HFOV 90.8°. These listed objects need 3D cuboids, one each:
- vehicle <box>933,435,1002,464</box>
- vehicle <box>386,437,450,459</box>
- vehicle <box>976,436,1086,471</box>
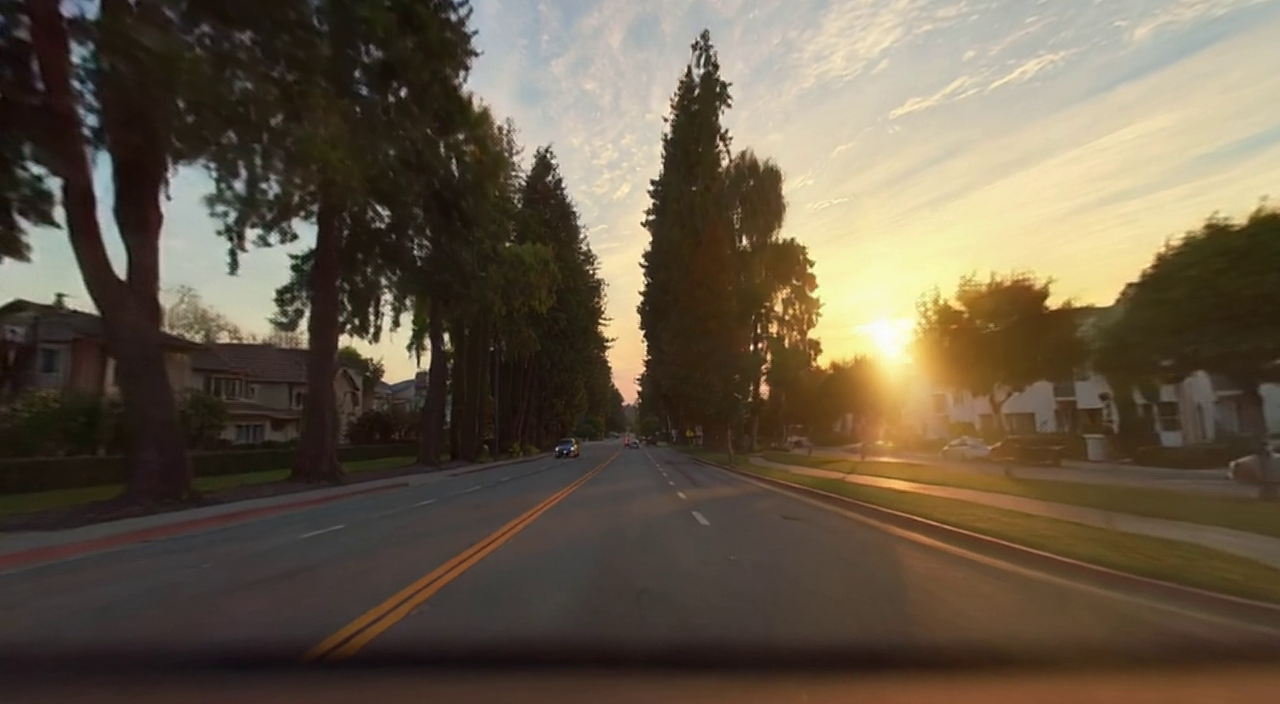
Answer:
[{"bbox_3d":[18.298,5.464,35.526,1.755,1.521,3.968,0,-8,0],"label":"vehicle"},{"bbox_3d":[-16.991,7.315,48.470,4.045,1.622,1.983,0,-8,3],"label":"vehicle"},{"bbox_3d":[17.911,4.667,29.289,1.813,1.464,4.925,1,-8,-2],"label":"vehicle"}]
